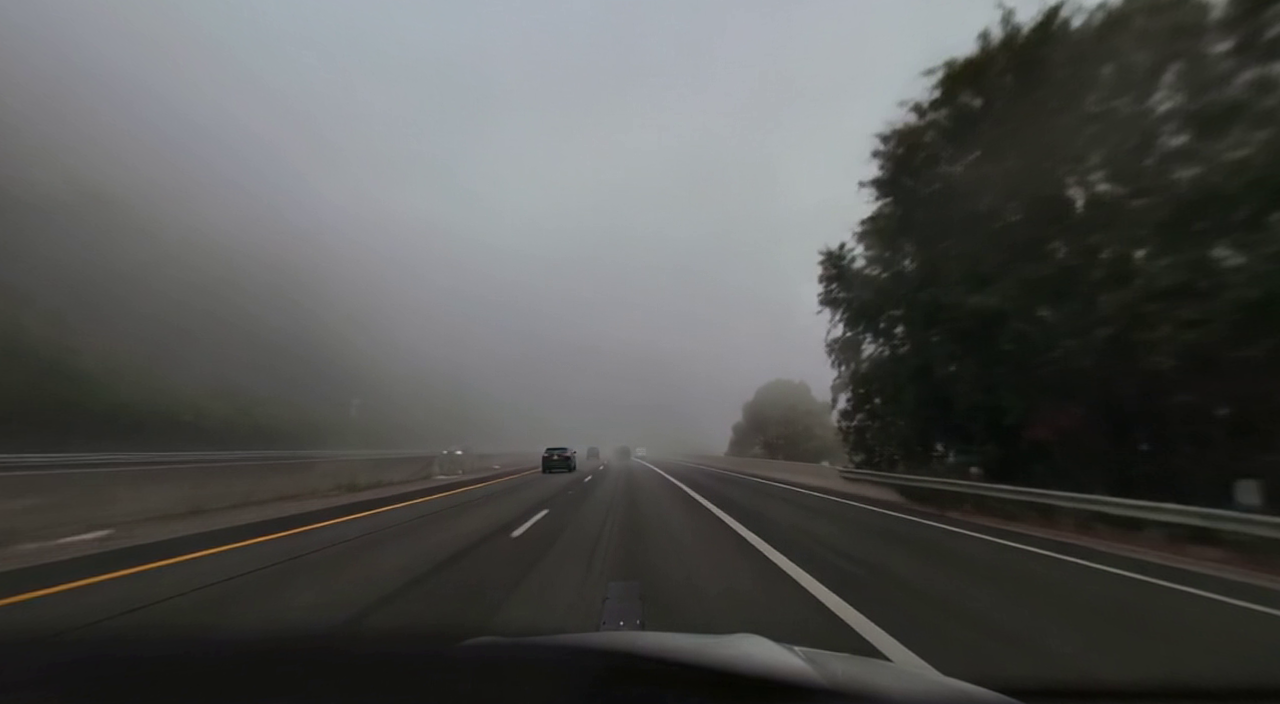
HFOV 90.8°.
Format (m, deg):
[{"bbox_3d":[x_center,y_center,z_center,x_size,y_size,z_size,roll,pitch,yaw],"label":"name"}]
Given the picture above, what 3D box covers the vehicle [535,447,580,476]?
[{"bbox_3d":[-4.675,6.205,36.159,2.049,1.521,4.366,0,-9,-1],"label":"vehicle"}]
